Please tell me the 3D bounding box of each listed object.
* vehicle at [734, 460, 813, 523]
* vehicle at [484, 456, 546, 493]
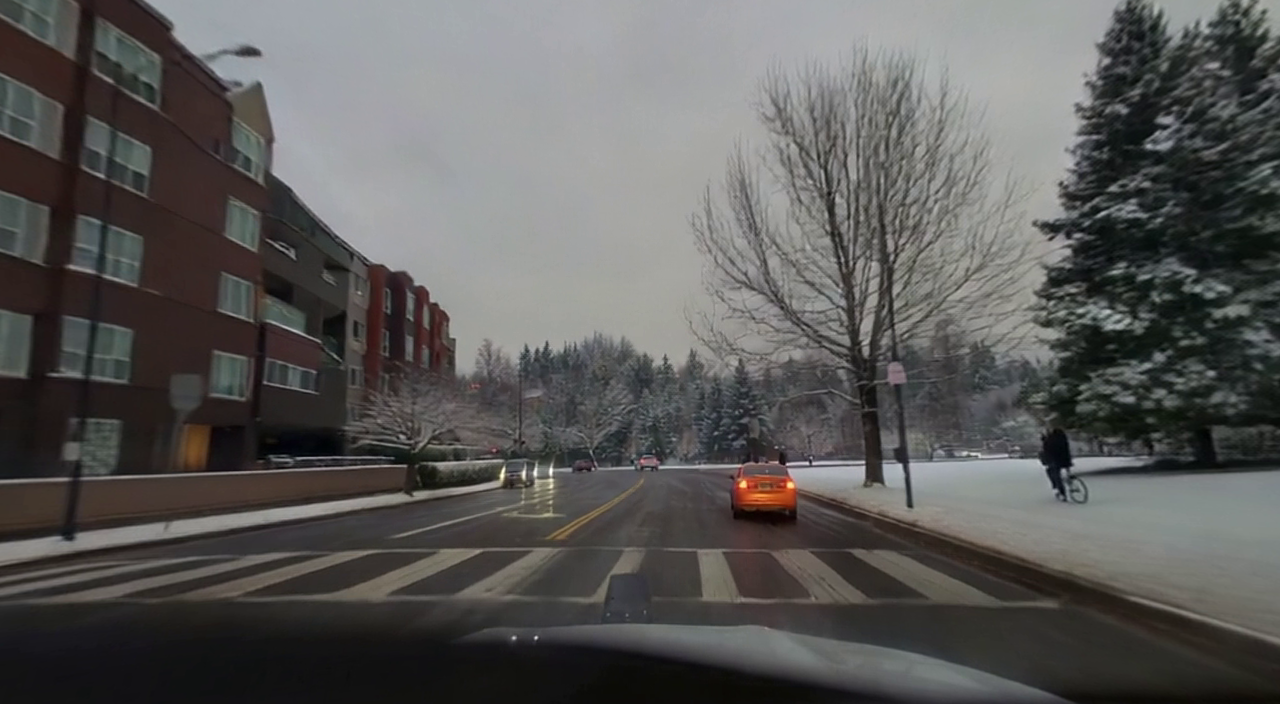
[{"bbox_3d":[3.222,3.438,15.648,1.559,1.351,2.452,-4,-11,5],"label":"vehicle"},{"bbox_3d":[-7.417,7.346,37.991,2.347,1.846,4.915,-6,-10,3],"label":"vehicle"}]
